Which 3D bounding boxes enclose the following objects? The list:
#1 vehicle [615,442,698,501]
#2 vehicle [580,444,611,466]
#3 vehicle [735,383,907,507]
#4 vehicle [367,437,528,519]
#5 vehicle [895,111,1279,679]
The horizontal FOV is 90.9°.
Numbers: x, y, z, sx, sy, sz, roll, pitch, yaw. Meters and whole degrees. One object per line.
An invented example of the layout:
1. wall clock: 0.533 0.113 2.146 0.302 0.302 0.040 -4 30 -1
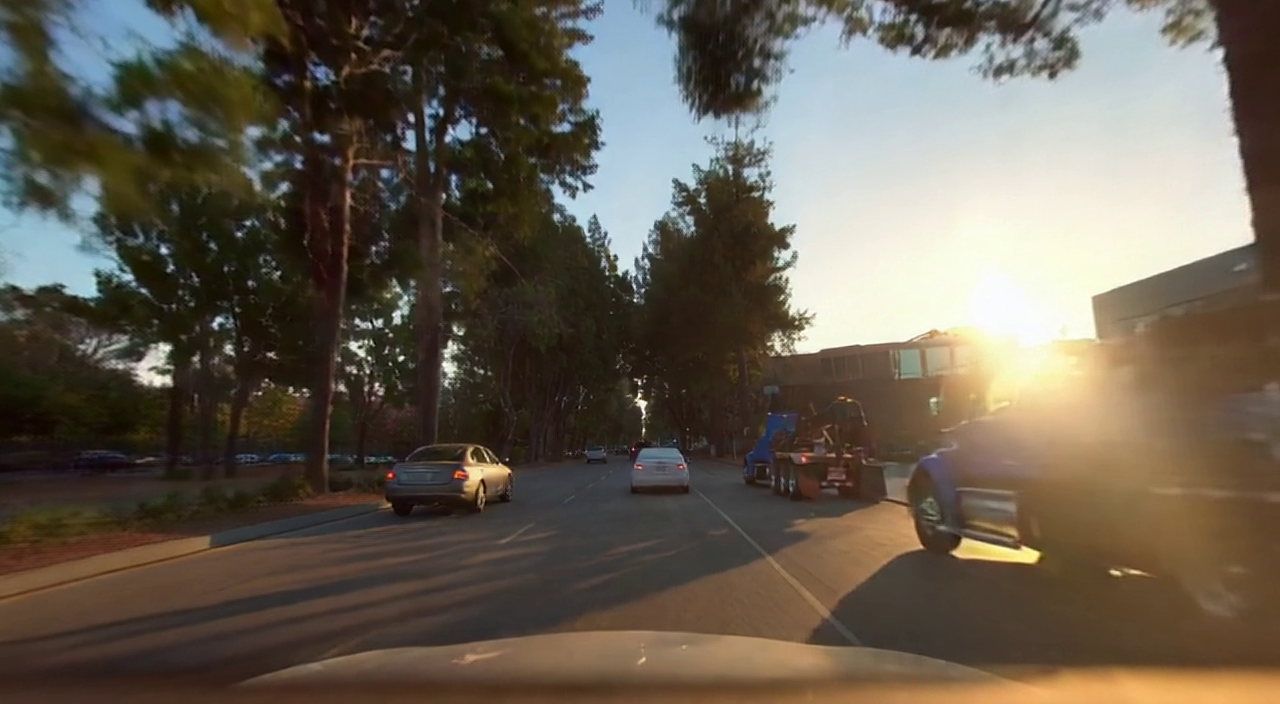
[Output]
1. vehicle: 0.438 3.338 18.025 2.086 1.466 4.026 0 -9 1
2. vehicle: -3.430 8.072 49.364 2.062 1.641 4.193 0 -9 2
3. vehicle: 5.489 3.133 21.258 3.089 3.258 8.841 0 -9 0
4. vehicle: -4.037 2.731 14.219 2.003 1.507 4.808 0 -9 1
5. vehicle: 5.548 0.365 4.630 2.867 3.600 11.047 0 -9 1
